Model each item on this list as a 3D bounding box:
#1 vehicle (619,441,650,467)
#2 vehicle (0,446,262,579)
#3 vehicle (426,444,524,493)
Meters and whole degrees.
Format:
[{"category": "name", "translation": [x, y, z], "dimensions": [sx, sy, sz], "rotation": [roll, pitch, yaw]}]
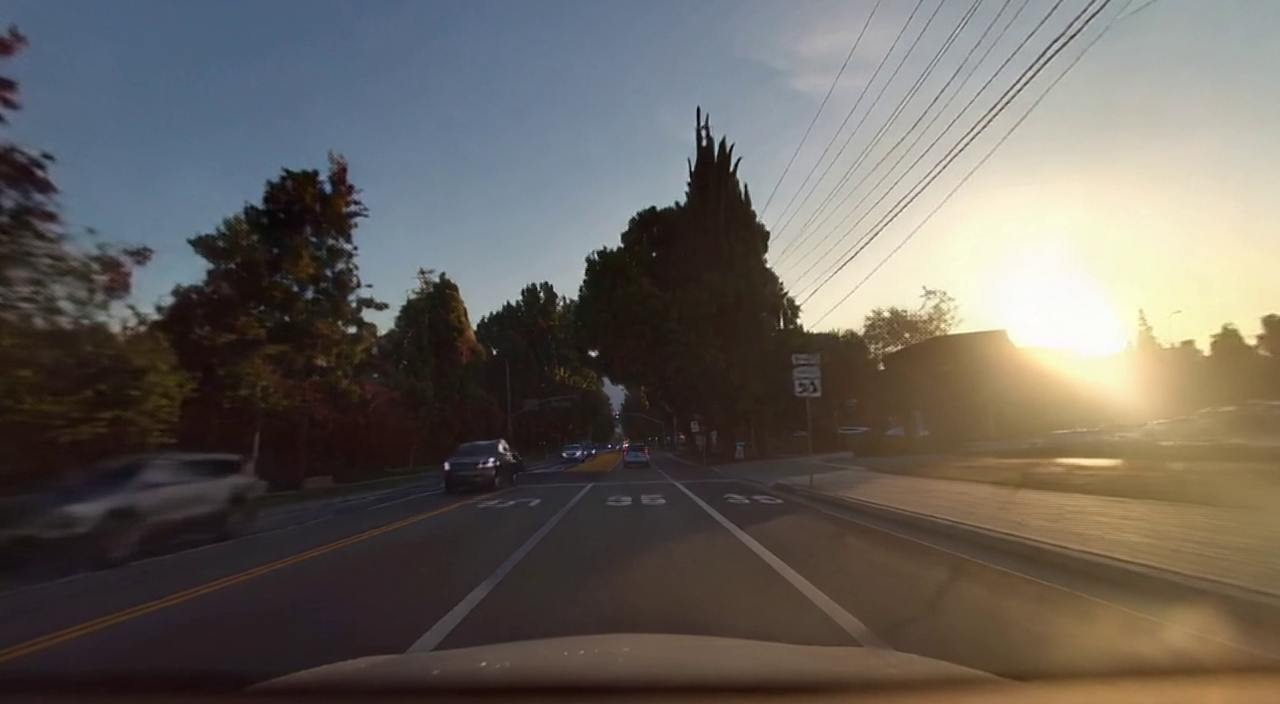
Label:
[{"category": "vehicle", "translation": [-0.403, 7.398, 45.957], "dimensions": [2.163, 1.746, 4.073], "rotation": [0, -8, -1]}, {"category": "vehicle", "translation": [-8.972, 2.527, 10.917], "dimensions": [1.988, 1.744, 4.687], "rotation": [-1, -8, 0]}, {"category": "vehicle", "translation": [-6.365, 4.533, 25.200], "dimensions": [2.305, 1.685, 5.690], "rotation": [-1, -8, 1]}]
